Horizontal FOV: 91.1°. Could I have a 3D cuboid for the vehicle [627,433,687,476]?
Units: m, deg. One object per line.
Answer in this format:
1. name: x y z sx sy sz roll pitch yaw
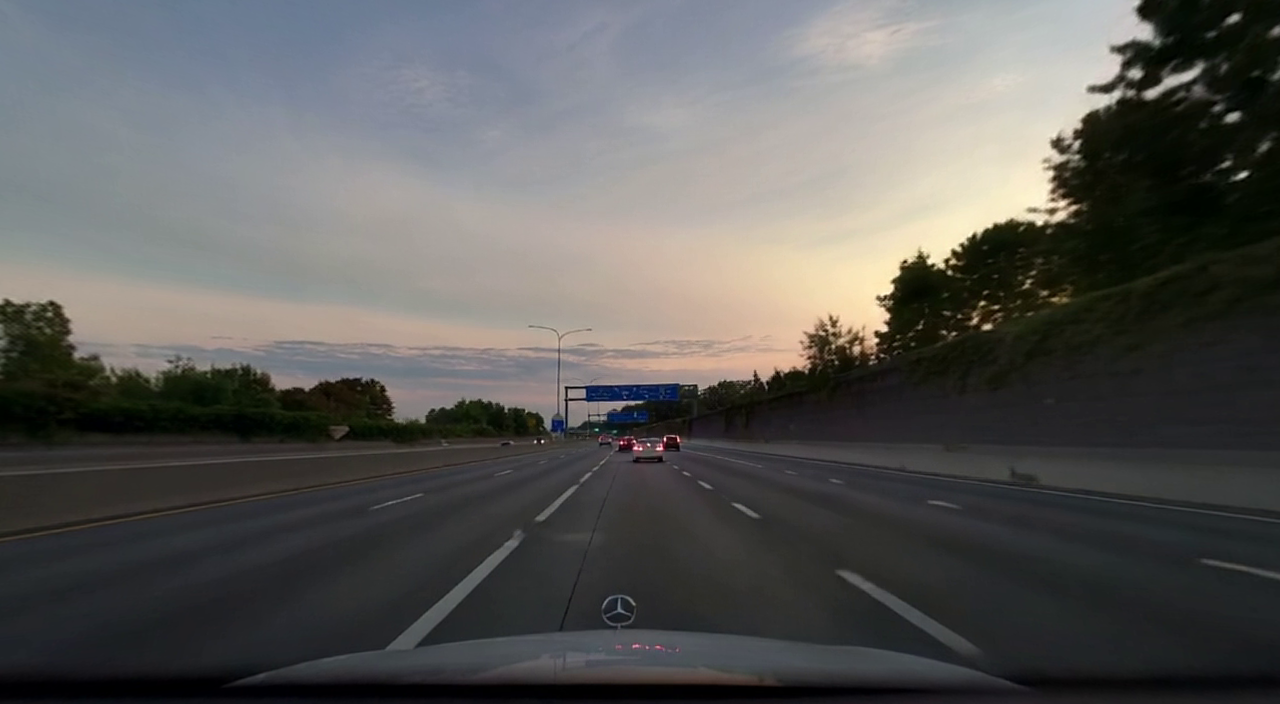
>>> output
1. vehicle: 0.539 3.837 23.839 2.046 1.467 3.844 0 -8 -2
